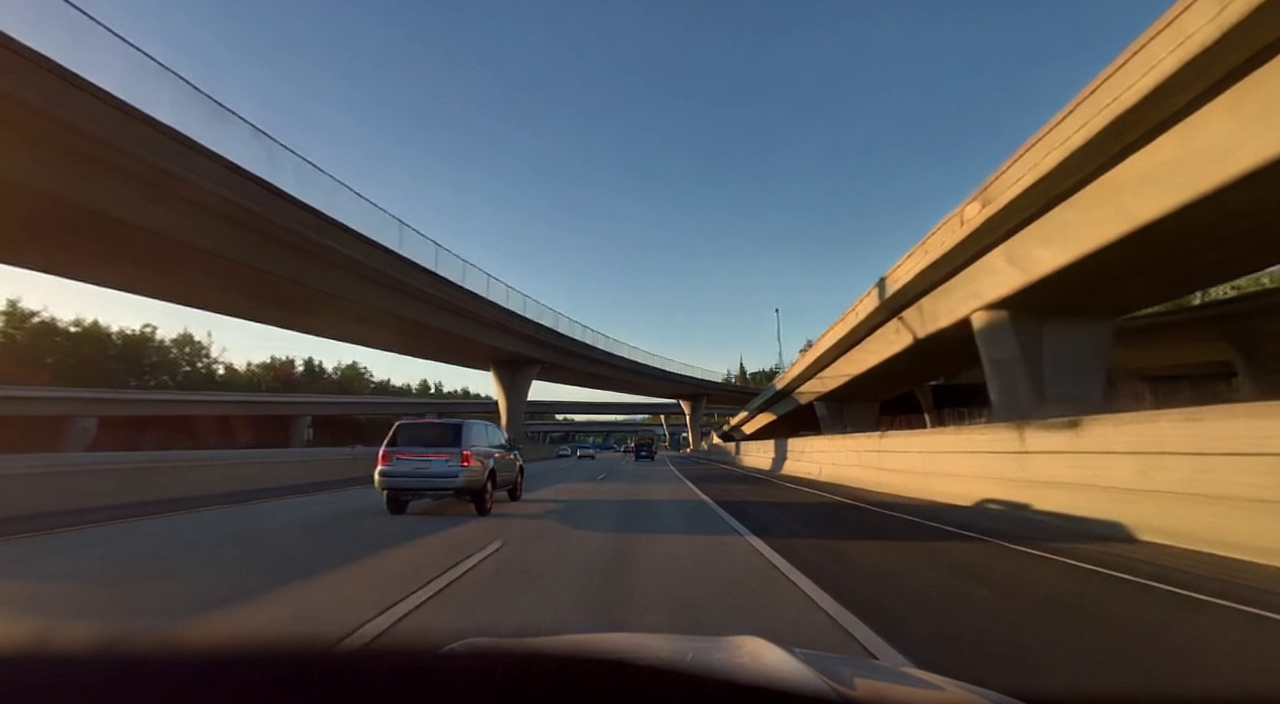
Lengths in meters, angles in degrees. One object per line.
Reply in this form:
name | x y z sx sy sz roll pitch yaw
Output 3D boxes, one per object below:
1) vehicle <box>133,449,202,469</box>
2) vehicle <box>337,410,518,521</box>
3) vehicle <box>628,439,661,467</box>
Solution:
vehicle | -36.360 8.236 48.662 1.877 1.461 4.378 0 -9 0
vehicle | -4.188 2.344 13.501 2.147 1.918 4.834 0 -9 1
vehicle | 0.280 6.558 40.913 2.052 1.711 4.223 0 -9 0
